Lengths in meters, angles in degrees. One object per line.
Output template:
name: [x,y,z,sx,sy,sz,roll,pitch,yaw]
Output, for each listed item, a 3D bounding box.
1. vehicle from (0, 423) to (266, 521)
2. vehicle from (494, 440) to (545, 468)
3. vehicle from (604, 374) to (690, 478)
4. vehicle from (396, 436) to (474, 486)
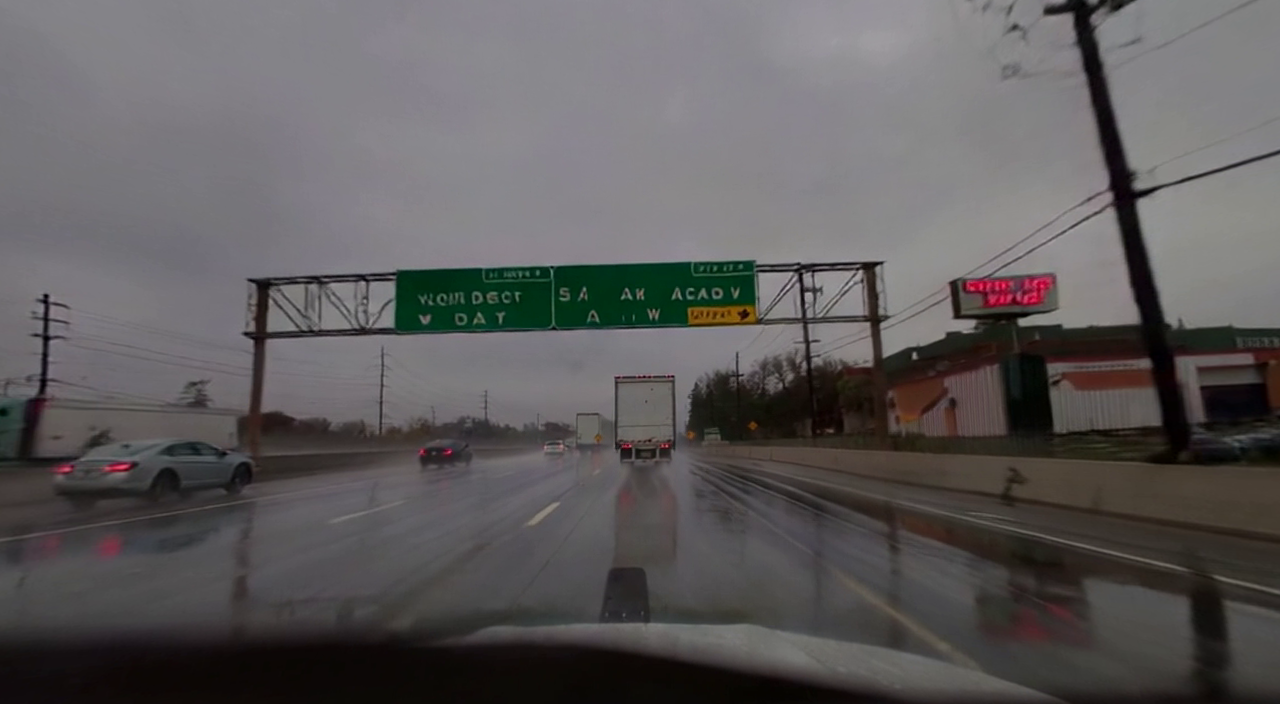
vehicle: [-10.900,2.577,14.068,2.046,1.779,4.752,0,-9,2]
vehicle: [-6.666,5.701,35.290,1.933,1.459,4.478,0,-9,0]
vehicle: [0.145,3.291,26.794,2.941,3.604,9.851,0,-9,-1]
vehicle: [-7.025,3.756,21.931,1.736,1.580,2.778,0,-9,0]
